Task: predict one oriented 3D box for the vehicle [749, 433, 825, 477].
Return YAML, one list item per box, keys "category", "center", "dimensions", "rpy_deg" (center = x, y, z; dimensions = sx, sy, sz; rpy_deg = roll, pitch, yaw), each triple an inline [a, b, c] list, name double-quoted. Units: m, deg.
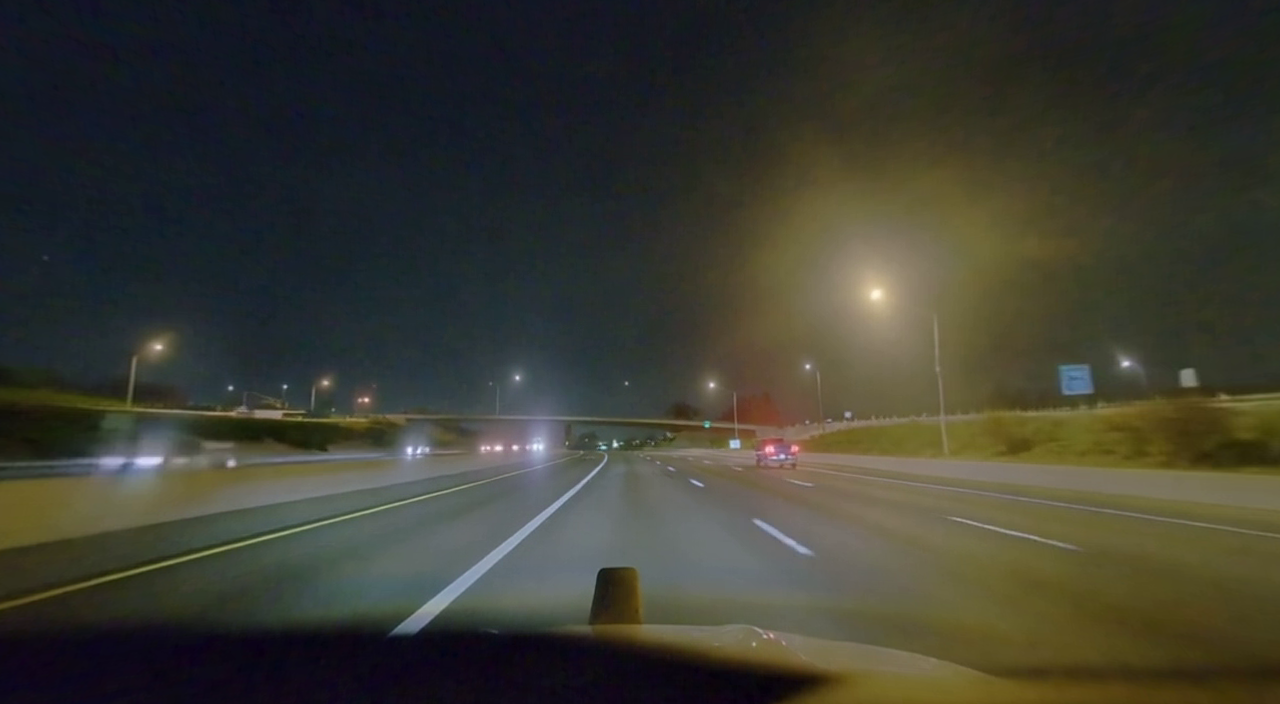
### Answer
- category: "vehicle"
  center: [6.300, 4.483, 27.694]
  dimensions: [2.104, 1.723, 4.538]
  rpy_deg: [0, -8, -2]
